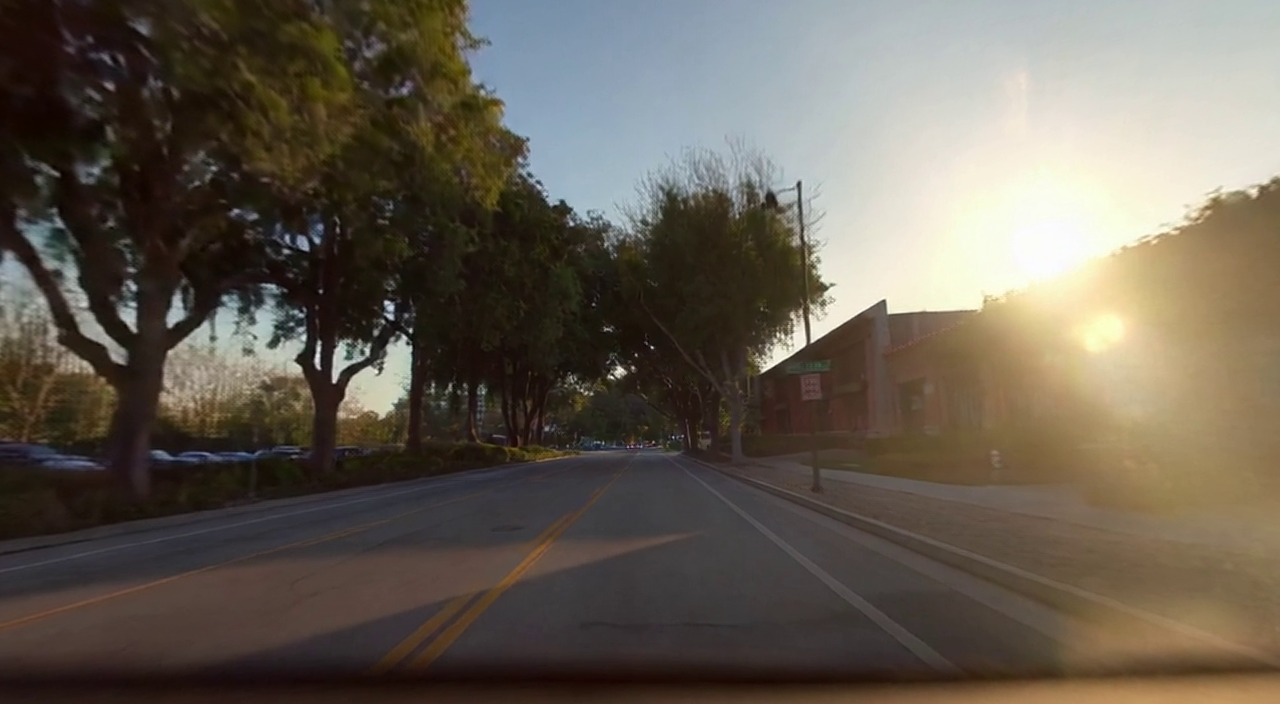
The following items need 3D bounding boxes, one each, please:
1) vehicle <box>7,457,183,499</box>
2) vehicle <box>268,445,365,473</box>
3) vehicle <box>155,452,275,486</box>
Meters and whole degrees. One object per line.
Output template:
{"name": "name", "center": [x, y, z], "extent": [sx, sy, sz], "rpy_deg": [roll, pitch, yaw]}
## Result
{"name": "vehicle", "center": [-19.652, 4.537, 22.901], "extent": [4.567, 1.402, 1.910], "rpy_deg": [0, -9, 0]}
{"name": "vehicle", "center": [-18.909, 6.256, 37.018], "extent": [4.606, 1.544, 1.965], "rpy_deg": [0, -9, 0]}
{"name": "vehicle", "center": [-19.199, 5.278, 28.619], "extent": [4.005, 1.433, 1.953], "rpy_deg": [0, -9, 0]}
